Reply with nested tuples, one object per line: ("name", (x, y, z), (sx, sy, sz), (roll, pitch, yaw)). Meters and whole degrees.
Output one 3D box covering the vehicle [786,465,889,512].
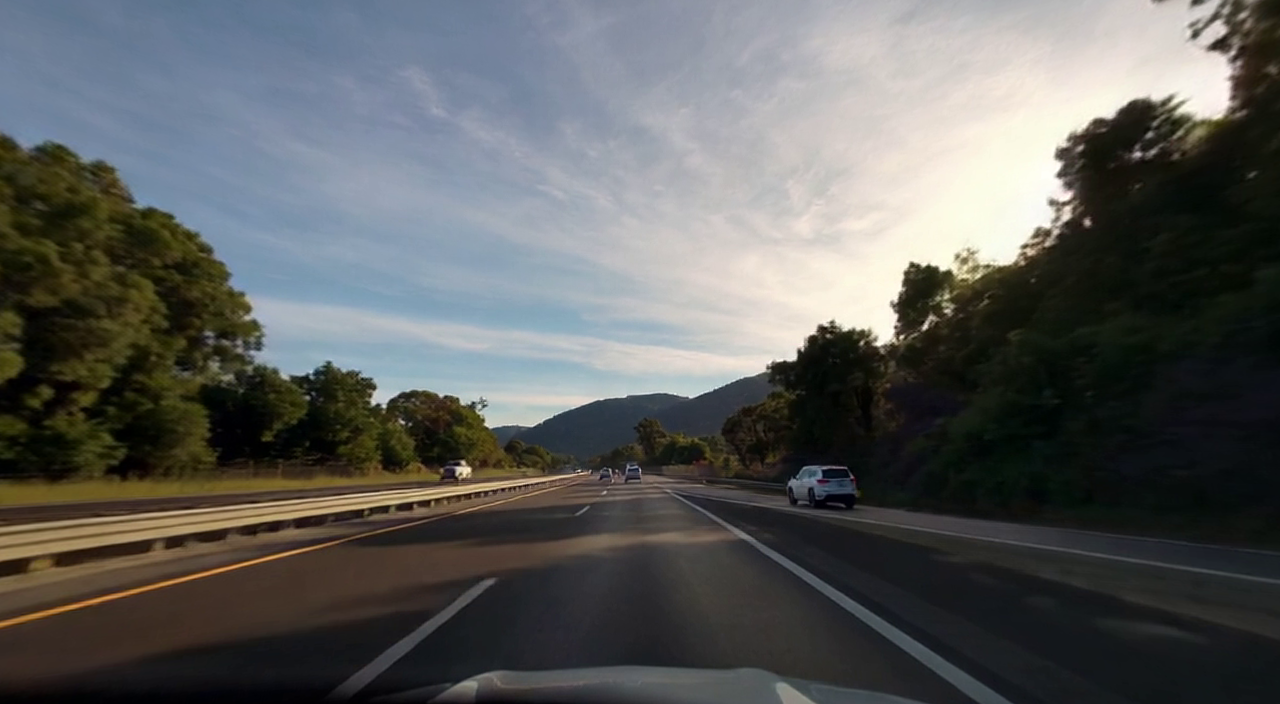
("vehicle", (8.131, 5.681, 26.497), (2.089, 1.770, 4.571), (3, -11, -11))
